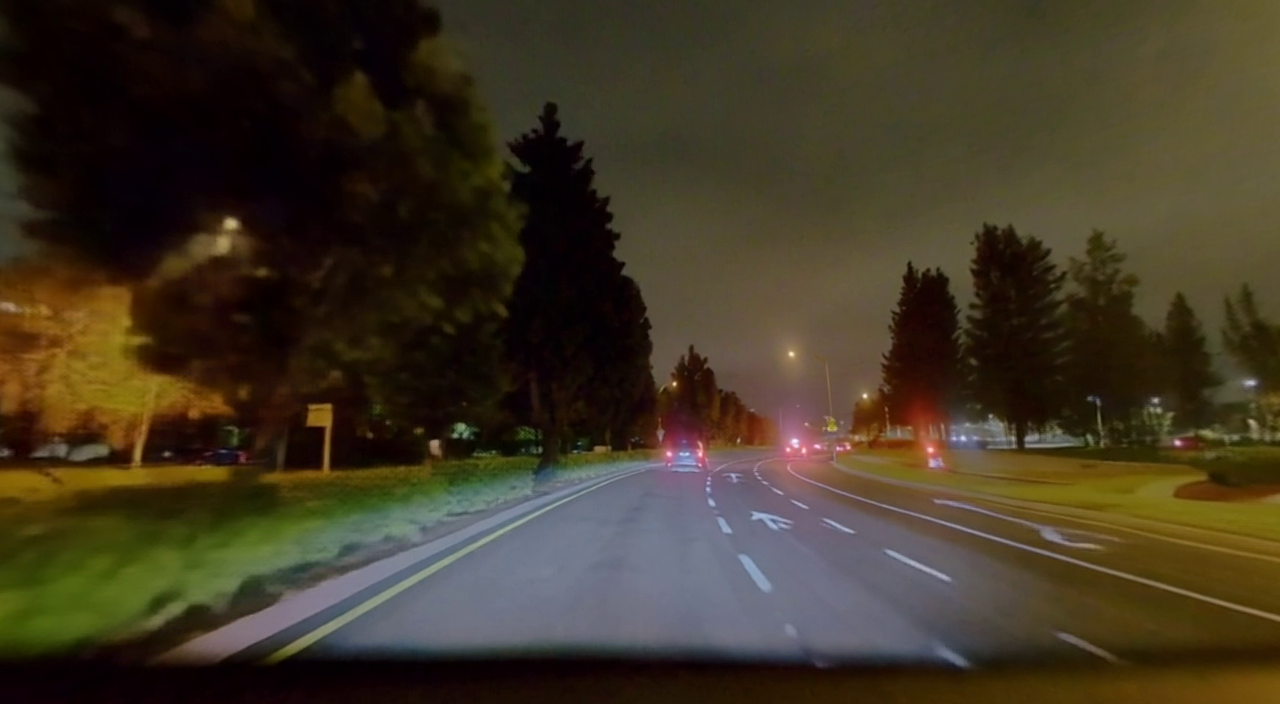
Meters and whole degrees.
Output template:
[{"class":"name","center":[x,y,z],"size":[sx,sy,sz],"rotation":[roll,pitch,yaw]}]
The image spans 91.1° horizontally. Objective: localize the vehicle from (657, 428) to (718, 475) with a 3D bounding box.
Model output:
[{"class":"vehicle","center":[2.322,4.564,29.088],"size":[2.371,1.926,5.615],"rotation":[-1,-8,8]}]

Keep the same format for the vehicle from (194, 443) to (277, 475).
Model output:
[{"class":"vehicle","center":[-20.499,5.407,32.032],"size":[1.829,1.501,4.149],"rotation":[1,-8,-6]}]
